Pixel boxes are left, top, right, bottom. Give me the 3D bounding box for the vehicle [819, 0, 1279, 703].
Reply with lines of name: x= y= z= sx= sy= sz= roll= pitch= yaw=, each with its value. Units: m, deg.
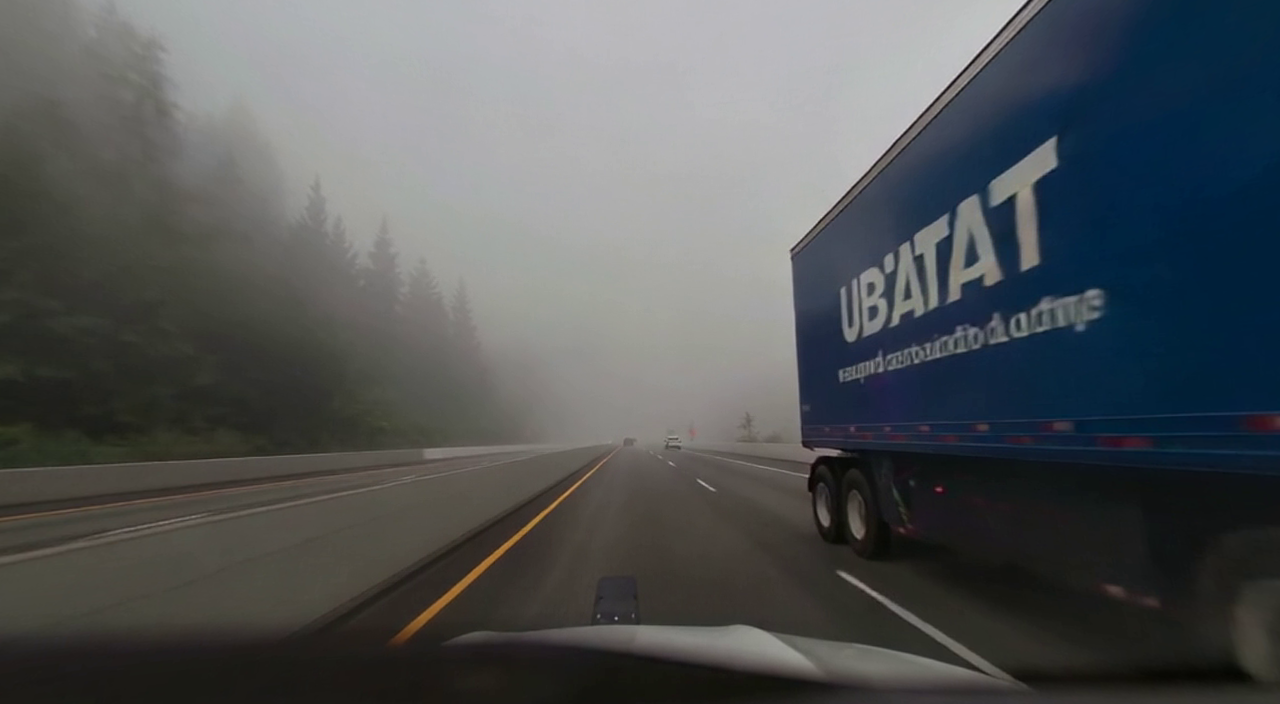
vehicle: x=3.897 y=-0.296 z=2.600 sx=2.965 sy=3.887 sz=10.328 roll=0 pitch=-8 yaw=-2
